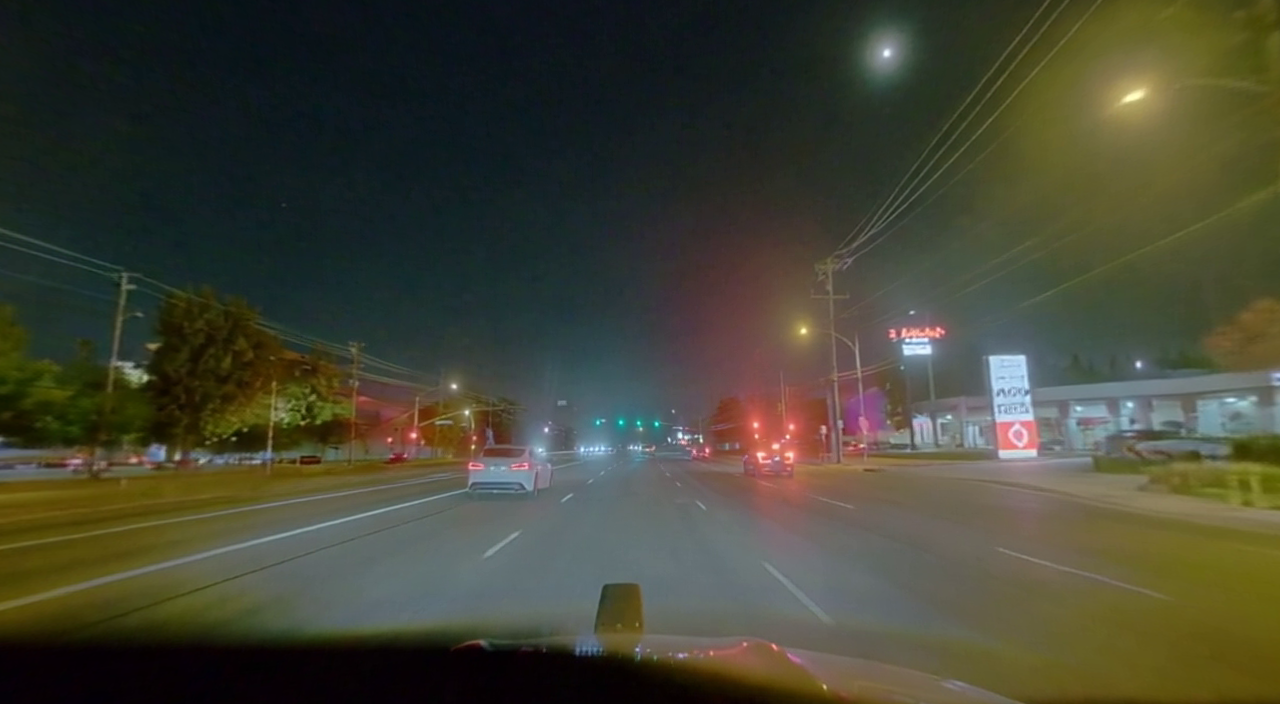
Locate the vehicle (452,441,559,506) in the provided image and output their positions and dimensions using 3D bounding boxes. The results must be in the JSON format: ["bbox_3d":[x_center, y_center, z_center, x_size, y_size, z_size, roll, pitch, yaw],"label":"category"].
[{"bbox_3d":[-3.358,3.112,16.627,1.837,1.463,4.311,0,-9,0],"label":"vehicle"}]

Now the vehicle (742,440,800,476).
[{"bbox_3d":[6.565,5.366,32.134,1.945,1.706,4.190,0,-9,-1],"label":"vehicle"}]

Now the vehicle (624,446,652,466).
[{"bbox_3d":[-0.134,7.901,48.186,2.098,1.431,3.958,0,-9,0],"label":"vehicle"}]
